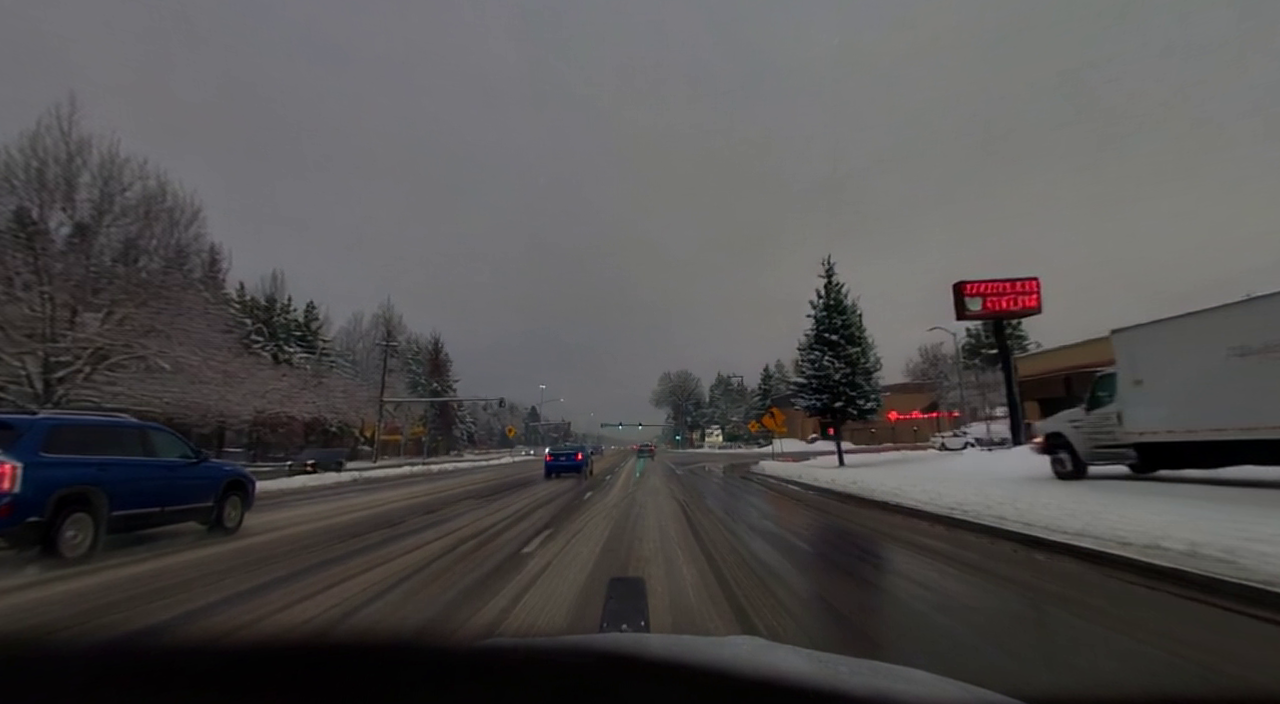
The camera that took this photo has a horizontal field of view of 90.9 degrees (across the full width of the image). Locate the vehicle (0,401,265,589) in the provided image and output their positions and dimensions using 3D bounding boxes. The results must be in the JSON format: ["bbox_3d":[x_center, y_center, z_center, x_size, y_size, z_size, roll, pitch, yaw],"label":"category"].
[{"bbox_3d":[-6.911,1.576,7.508,2.043,1.726,4.472,0,-9,1],"label":"vehicle"}]

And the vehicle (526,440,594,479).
[{"bbox_3d":[-3.242,4.469,26.424,2.152,1.479,4.394,0,-9,1],"label":"vehicle"}]

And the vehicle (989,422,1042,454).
[{"bbox_3d":[24.988,5.758,42.145,2.342,2.007,5.843,-3,-9,25],"label":"vehicle"}]

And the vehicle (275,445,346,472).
[{"bbox_3d":[-22.474,7.256,43.240,2.134,1.711,4.975,0,-9,1],"label":"vehicle"}]

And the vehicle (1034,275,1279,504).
[{"bbox_3d":[11.924,0.708,10.917,2.995,3.704,10.928,0,-9,-1],"label":"vehicle"}]
